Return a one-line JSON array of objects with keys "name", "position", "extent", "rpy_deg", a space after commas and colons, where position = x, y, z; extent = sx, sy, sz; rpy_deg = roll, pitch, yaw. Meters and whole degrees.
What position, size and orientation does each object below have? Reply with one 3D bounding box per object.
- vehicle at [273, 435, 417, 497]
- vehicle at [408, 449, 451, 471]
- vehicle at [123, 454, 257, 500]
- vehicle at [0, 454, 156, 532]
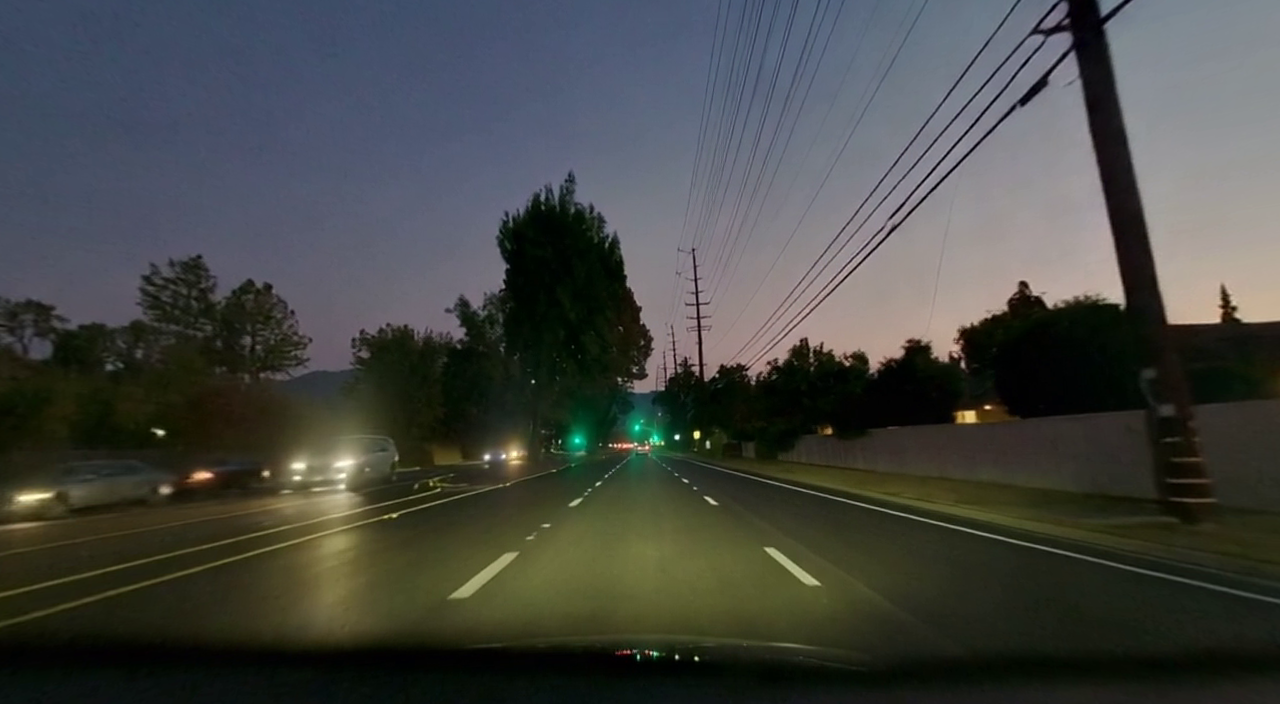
[{"name": "vehicle", "position": [-9.956, 3.869, 21.912], "extent": [2.249, 1.866, 5.664], "rpy_deg": [0, -8, 0]}, {"name": "vehicle", "position": [-16.614, 8.498, 49.733], "extent": [1.840, 1.621, 4.235], "rpy_deg": [1, -8, 2]}, {"name": "vehicle", "position": [-16.999, 4.698, 24.041], "extent": [1.897, 1.505, 4.350], "rpy_deg": [0, -8, 0]}, {"name": "vehicle", "position": [-13.550, 3.068, 14.070], "extent": [1.821, 1.453, 4.459], "rpy_deg": [0, -8, 0]}]
